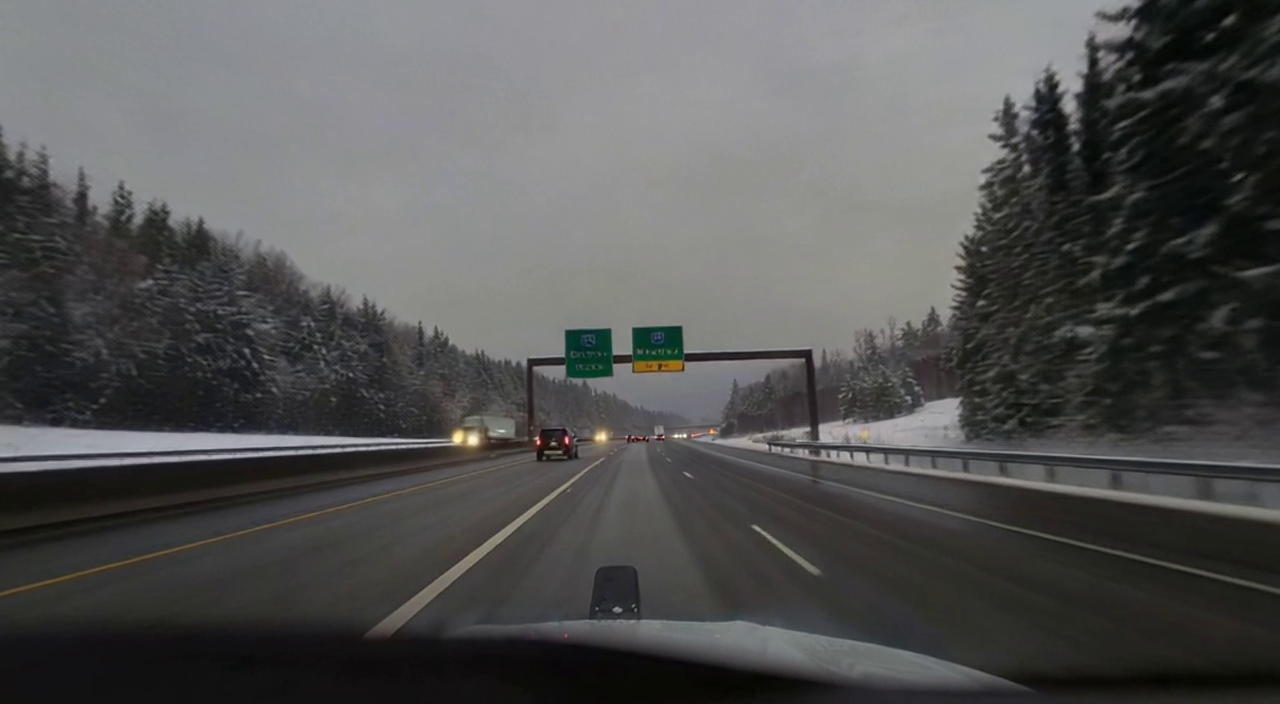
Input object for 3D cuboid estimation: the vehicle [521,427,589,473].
[{"bbox_3d":[-3.236,3.812,24.745,2.084,1.654,4.080,0,-8,0],"label":"vehicle"}]
